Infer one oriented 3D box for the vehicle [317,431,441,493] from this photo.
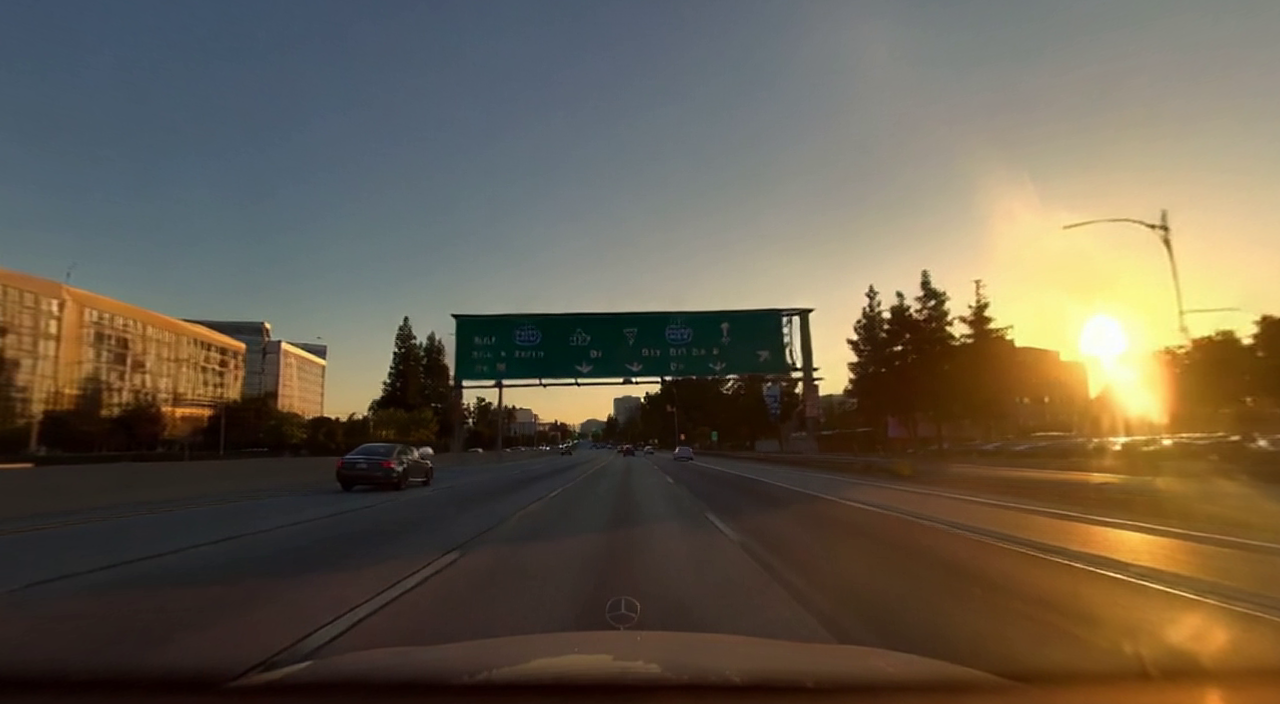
[{"bbox_3d":[-8.026,3.406,19.966,2.089,1.724,4.327,0,-9,-1],"label":"vehicle"}]
